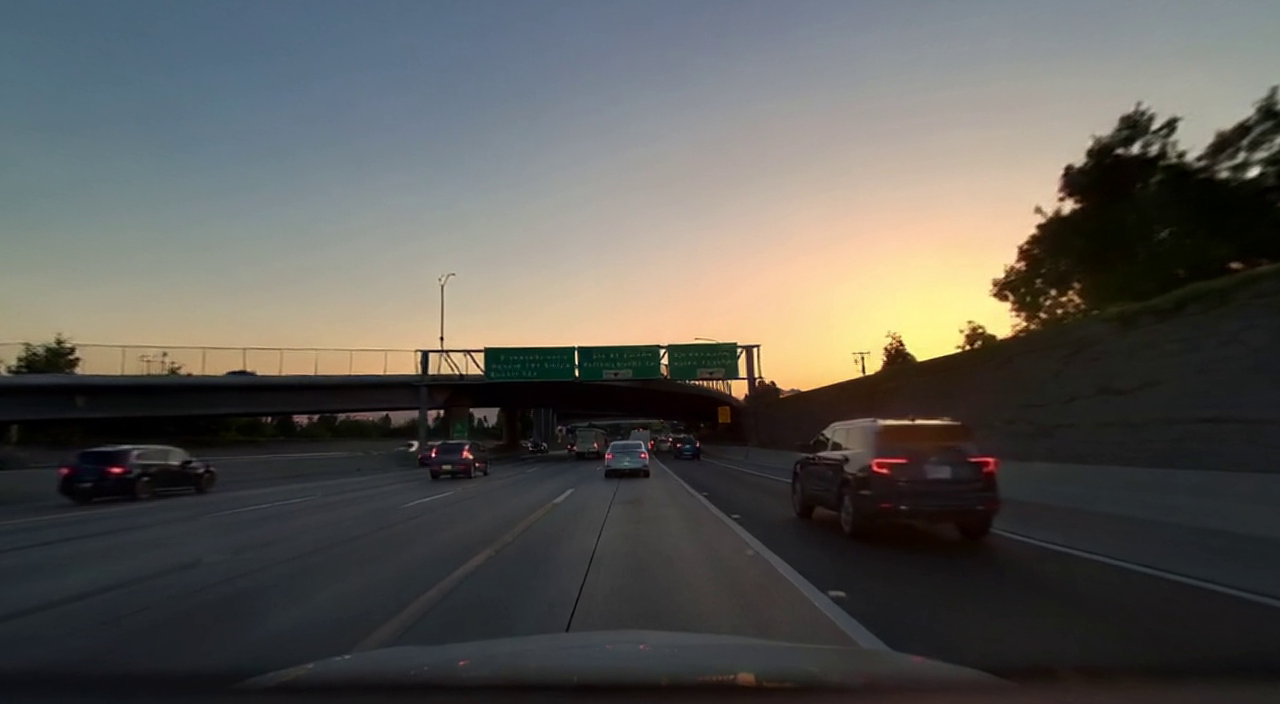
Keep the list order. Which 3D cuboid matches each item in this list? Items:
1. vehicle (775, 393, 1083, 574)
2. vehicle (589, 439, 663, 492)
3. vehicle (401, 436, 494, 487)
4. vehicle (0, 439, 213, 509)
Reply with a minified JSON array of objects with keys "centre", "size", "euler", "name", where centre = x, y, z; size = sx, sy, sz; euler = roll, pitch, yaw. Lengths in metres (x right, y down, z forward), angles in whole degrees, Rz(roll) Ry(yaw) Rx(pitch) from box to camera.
[{"centre":[3.336,1.619,8.445],"size":[2.001,1.771,4.250],"euler":[0,-9,-1],"name":"vehicle"},{"centre":[-0.398,3.468,19.633],"size":[2.042,1.446,4.269],"euler":[0,-9,0],"name":"vehicle"},{"centre":[-6.940,3.987,23.226],"size":[2.060,1.669,4.242],"euler":[0,-9,0],"name":"vehicle"},{"centre":[-14.471,3.243,17.320],"size":[2.055,1.628,4.898],"euler":[0,-9,0],"name":"vehicle"}]
